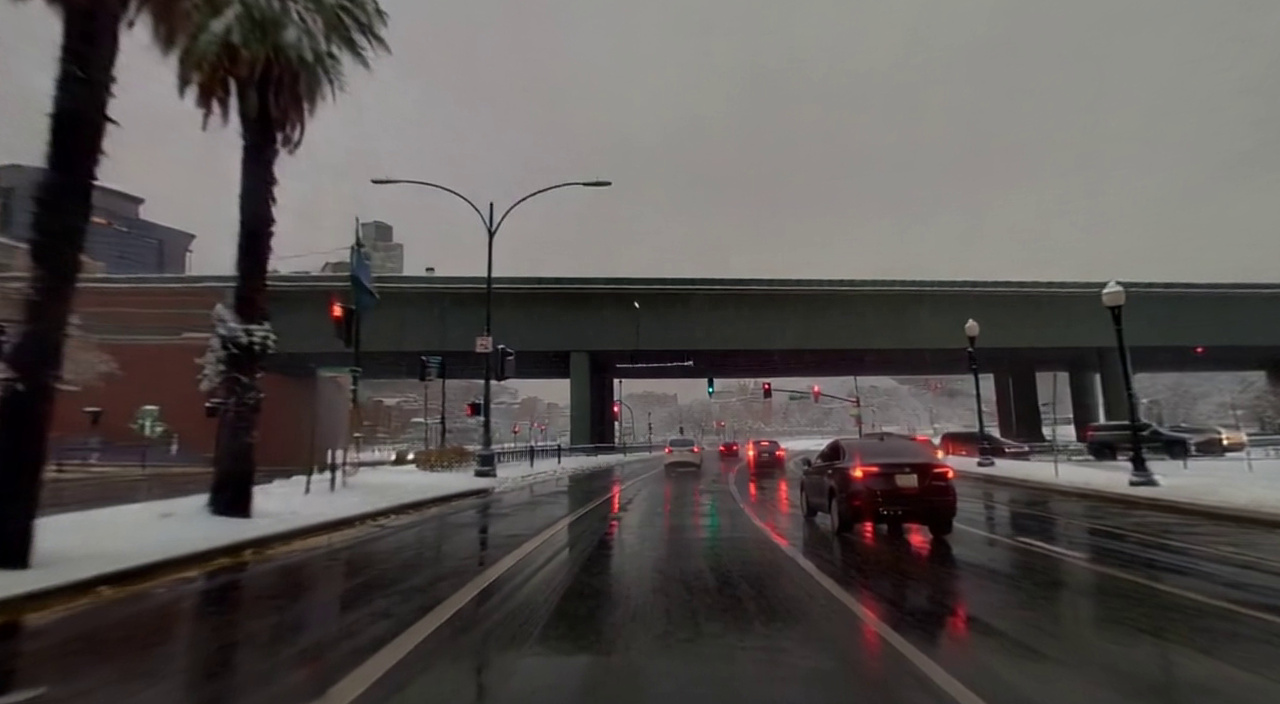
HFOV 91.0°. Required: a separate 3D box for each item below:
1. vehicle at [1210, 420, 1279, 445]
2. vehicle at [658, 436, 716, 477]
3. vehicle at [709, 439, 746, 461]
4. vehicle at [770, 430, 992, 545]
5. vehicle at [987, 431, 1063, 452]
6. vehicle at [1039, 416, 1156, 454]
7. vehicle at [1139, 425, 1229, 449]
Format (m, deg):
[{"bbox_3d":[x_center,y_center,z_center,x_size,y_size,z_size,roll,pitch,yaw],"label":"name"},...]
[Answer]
[{"bbox_3d":[40.837,5.350,41.561,5.097,1.557,1.900,2,-9,-11],"label":"vehicle"},{"bbox_3d":[1.991,4.239,25.663,2.077,1.518,3.760,-1,-9,8],"label":"vehicle"},{"bbox_3d":[6.265,6.955,44.717,2.134,1.492,4.674,-2,-9,13],"label":"vehicle"},{"bbox_3d":[3.711,2.175,10.893,2.051,1.509,4.933,0,-9,2],"label":"vehicle"},{"bbox_3d":[28.314,6.571,46.320,4.487,1.474,1.943,2,-9,-12],"label":"vehicle"},{"bbox_3d":[28.035,5.120,38.629,5.771,2.019,2.293,-1,-8,-12],"label":"vehicle"},{"bbox_3d":[34.615,5.432,40.100,4.535,1.480,1.882,2,-9,-13],"label":"vehicle"}]
